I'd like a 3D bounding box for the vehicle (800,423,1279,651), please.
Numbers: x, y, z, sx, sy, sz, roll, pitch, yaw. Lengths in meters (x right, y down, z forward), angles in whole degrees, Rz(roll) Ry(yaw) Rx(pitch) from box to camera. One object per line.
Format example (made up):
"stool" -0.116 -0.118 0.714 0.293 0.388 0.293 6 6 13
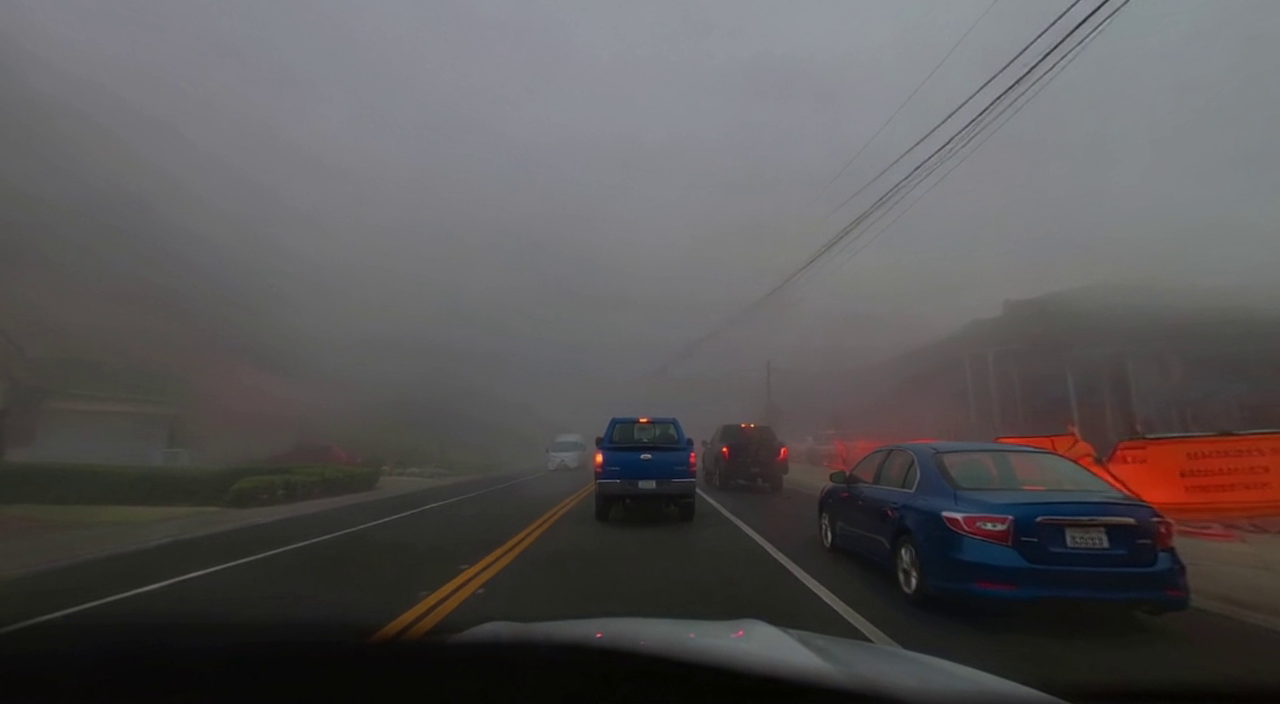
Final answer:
"vehicle" 3.242 1.565 6.479 2.010 1.499 4.481 0 -8 0

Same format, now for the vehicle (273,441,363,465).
"vehicle" -20.291 6.387 39.692 4.706 1.468 1.817 -1 -8 3

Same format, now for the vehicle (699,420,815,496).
"vehicle" 3.346 3.203 19.392 2.486 1.993 5.667 0 -8 0

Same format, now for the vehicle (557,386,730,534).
"vehicle" 0.096 2.193 13.289 2.751 2.361 6.347 0 -8 1

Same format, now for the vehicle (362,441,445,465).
"vehicle" -14.982 6.429 39.983 4.490 1.500 1.875 0 -8 -2
